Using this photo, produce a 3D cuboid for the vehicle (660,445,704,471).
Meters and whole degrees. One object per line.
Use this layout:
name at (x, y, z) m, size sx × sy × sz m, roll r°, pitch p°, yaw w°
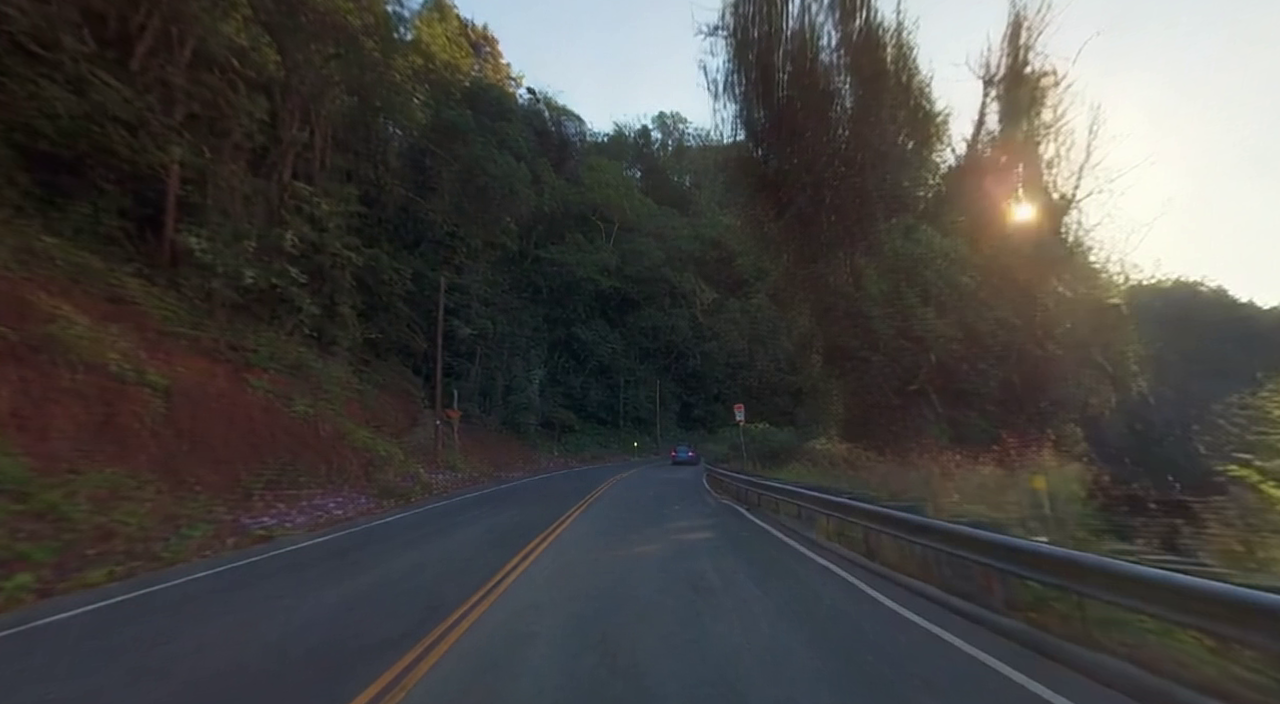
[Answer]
vehicle at (2.721, 6.686, 40.023) m, size 2.259 × 1.503 × 4.075 m, roll -2°, pitch -9°, yaw 12°
